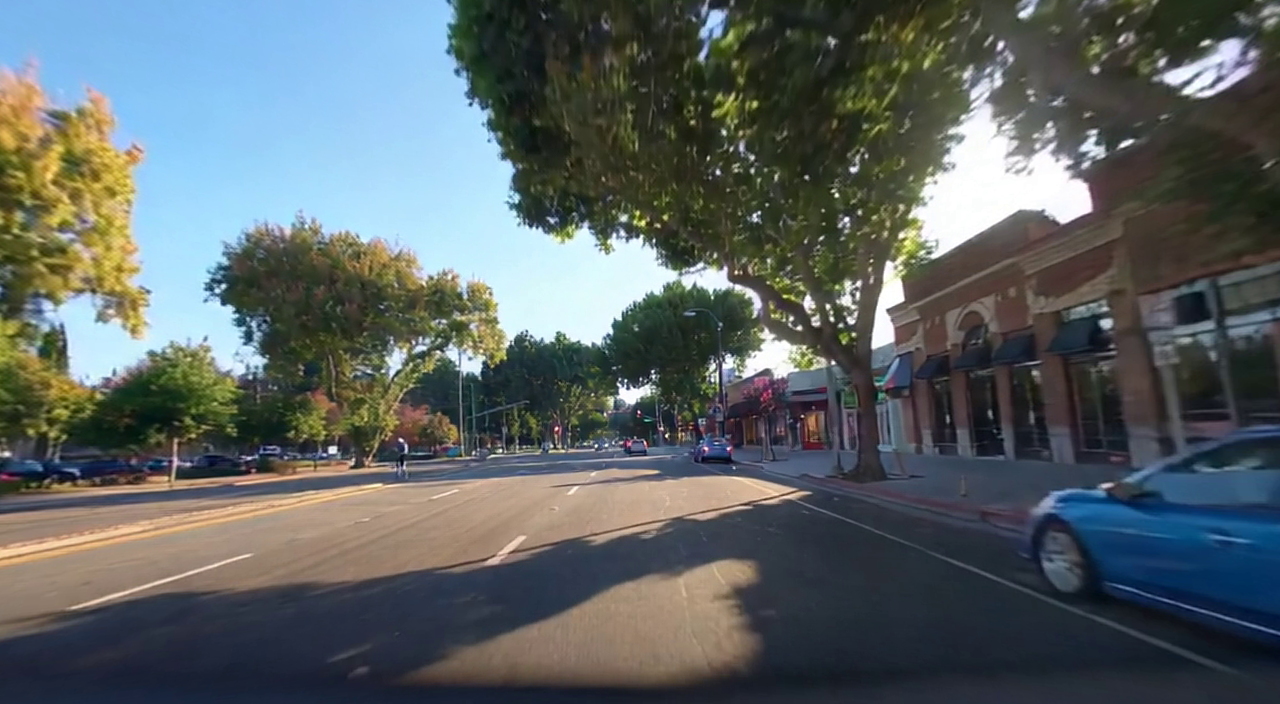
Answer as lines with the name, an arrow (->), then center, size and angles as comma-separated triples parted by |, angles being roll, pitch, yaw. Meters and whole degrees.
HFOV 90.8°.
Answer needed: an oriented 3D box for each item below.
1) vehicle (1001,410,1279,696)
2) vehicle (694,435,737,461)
vehicle -> 4.313, 1.017, 3.214 | 2.093, 1.446, 4.761 | 0, -8, -1
vehicle -> 4.540, 5.855, 38.531 | 1.942, 1.469, 4.049 | 0, -8, -3
